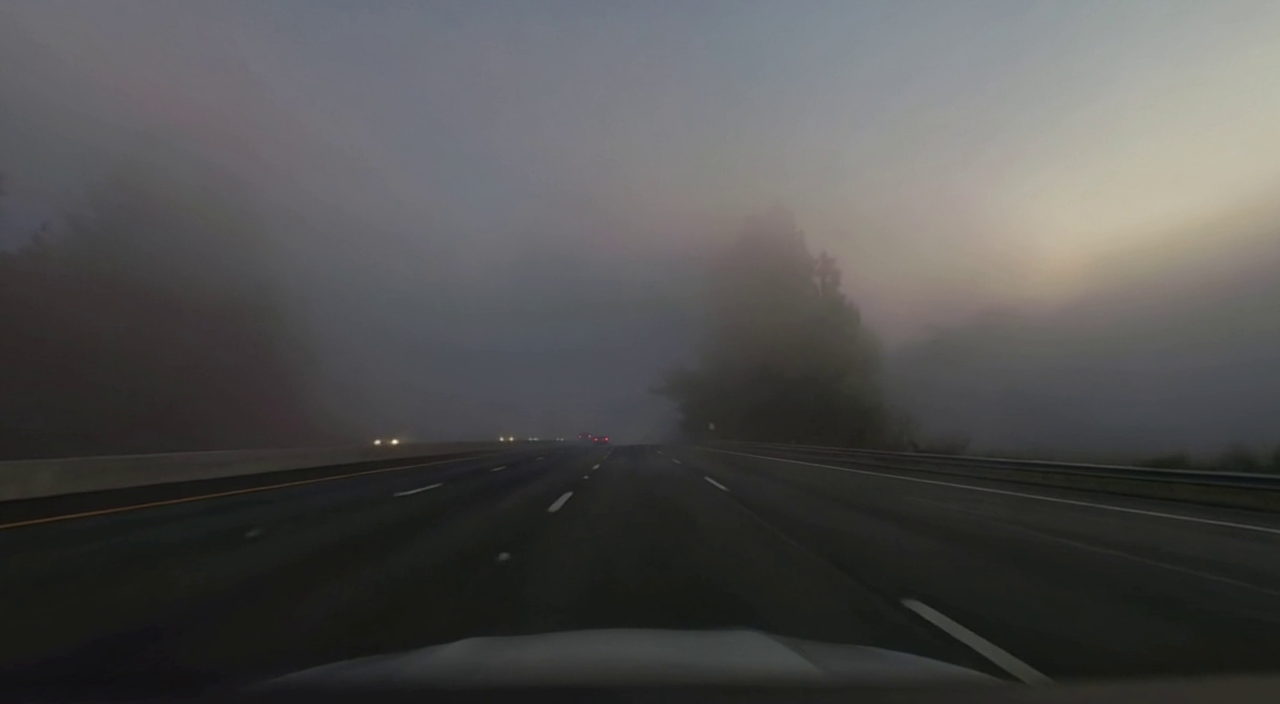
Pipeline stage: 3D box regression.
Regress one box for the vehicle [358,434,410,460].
[{"bbox_3d":[-19.665,7.290,48.490,2.079,1.881,4.761,0,-8,-1],"label":"vehicle"}]
